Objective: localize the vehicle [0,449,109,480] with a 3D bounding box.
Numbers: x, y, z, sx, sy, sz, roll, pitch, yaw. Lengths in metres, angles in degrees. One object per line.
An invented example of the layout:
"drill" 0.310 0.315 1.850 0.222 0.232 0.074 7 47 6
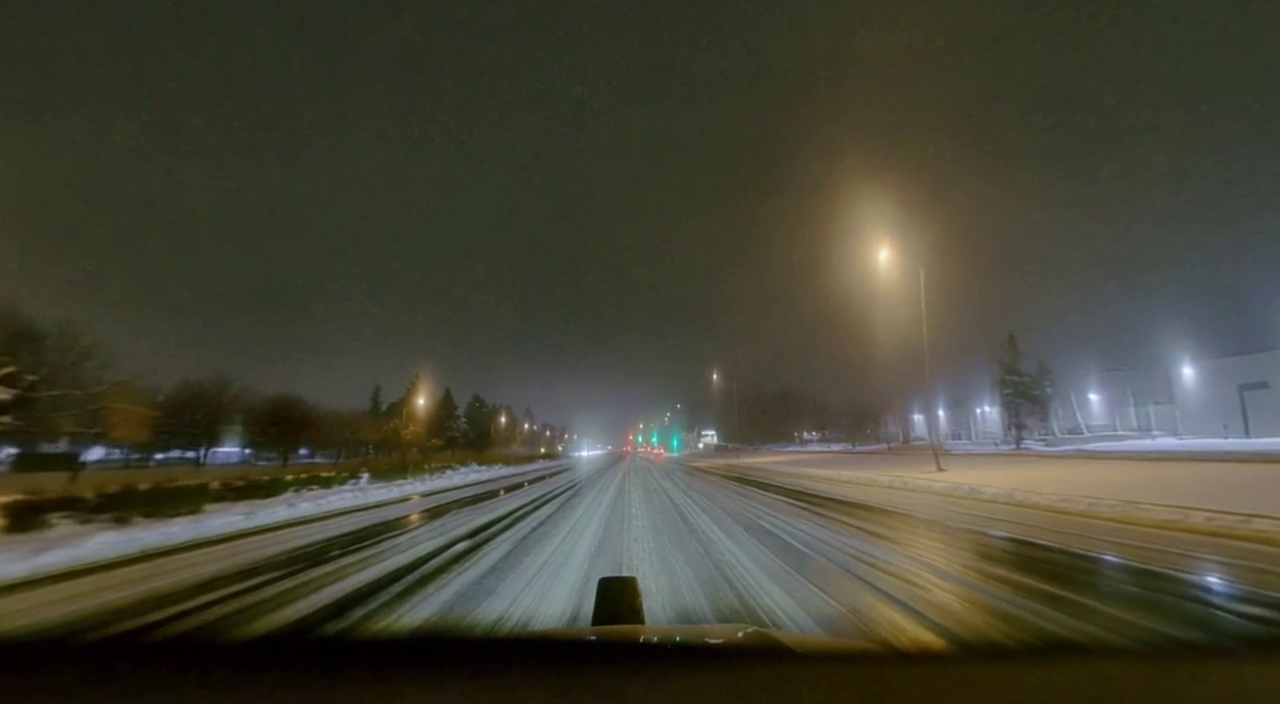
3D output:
"vehicle" -45.169 8.493 47.966 6.764 2.228 2.967 1 -9 -3
